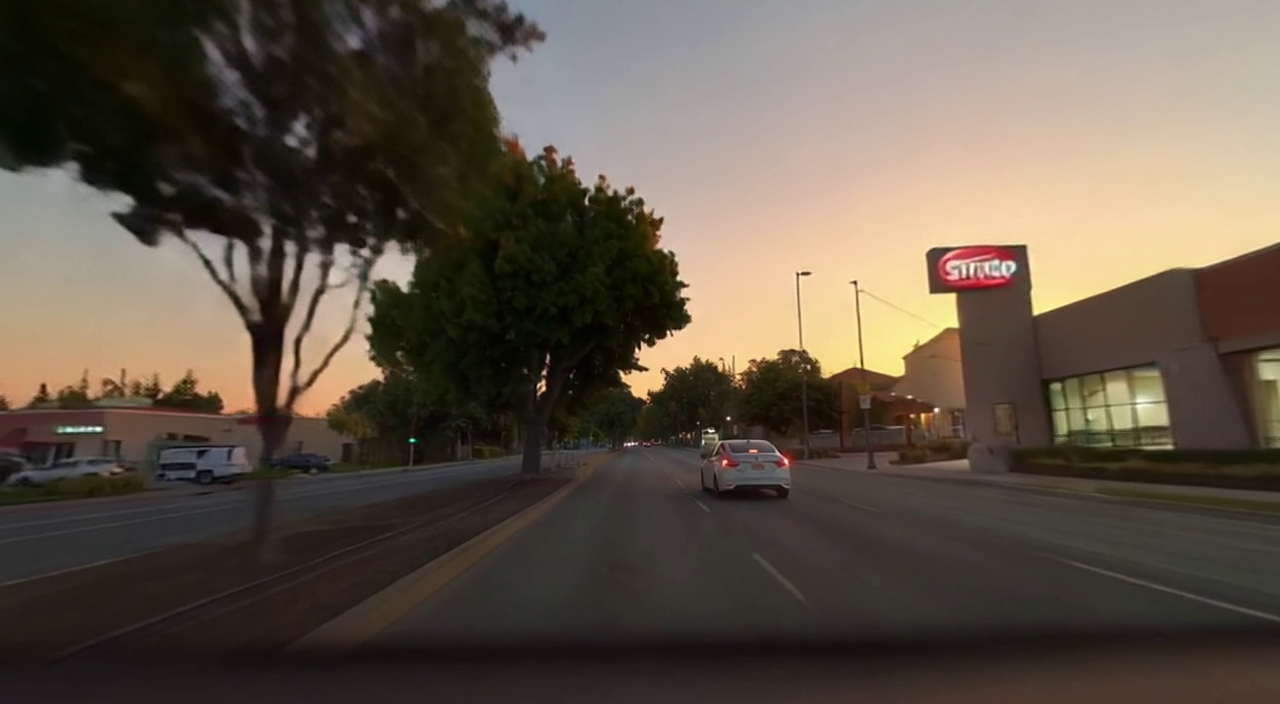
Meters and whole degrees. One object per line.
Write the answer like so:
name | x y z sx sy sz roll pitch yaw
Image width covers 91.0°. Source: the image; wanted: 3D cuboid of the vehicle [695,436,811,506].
vehicle | 2.646 2.915 15.877 2.015 1.479 4.444 0 -9 -1

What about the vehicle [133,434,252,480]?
vehicle | -28.229 6.643 40.030 5.802 2.743 2.245 5 -10 -32
